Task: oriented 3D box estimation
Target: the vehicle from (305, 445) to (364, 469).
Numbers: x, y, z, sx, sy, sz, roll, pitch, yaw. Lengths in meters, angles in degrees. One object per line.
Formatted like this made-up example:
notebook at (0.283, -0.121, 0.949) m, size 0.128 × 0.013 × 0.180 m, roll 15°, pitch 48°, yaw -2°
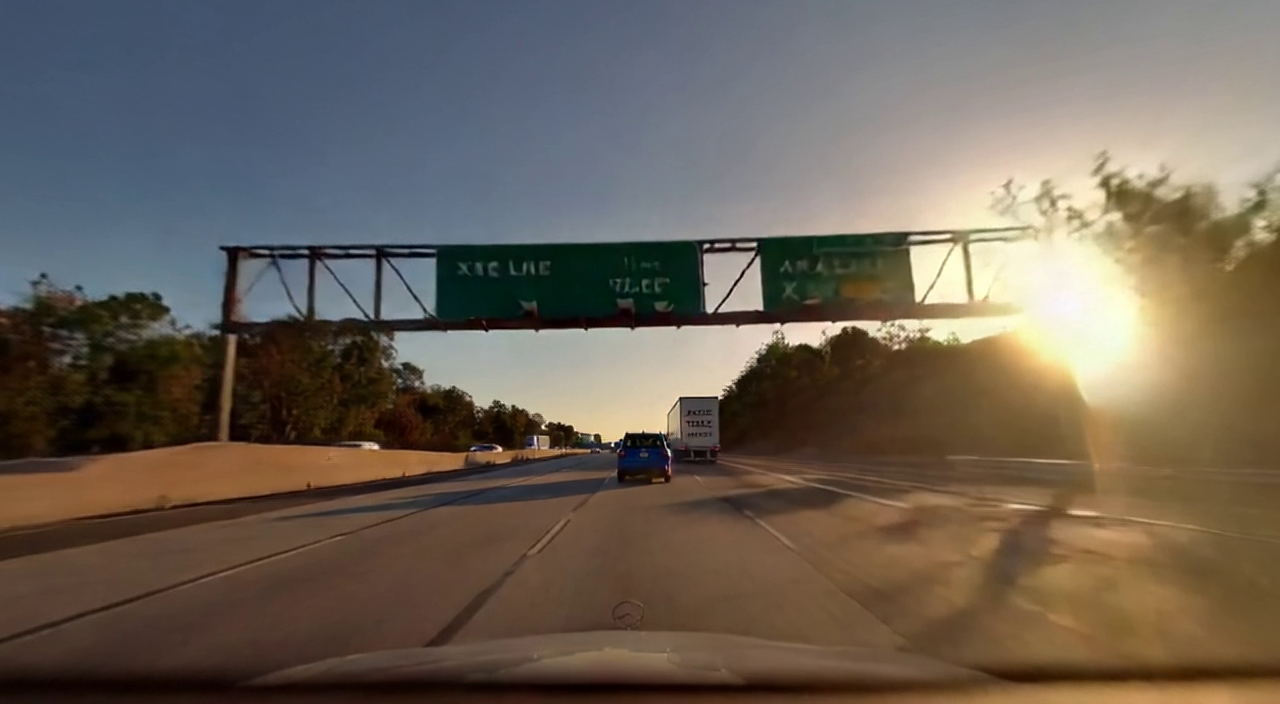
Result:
vehicle at (-22.074, 7.584, 45.579) m, size 1.906 × 1.591 × 4.494 m, roll 0°, pitch -8°, yaw 1°

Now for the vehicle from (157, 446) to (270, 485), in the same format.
vehicle at (-18.642, 4.942, 27.736) m, size 1.902 × 1.557 × 4.326 m, roll 0°, pitch -8°, yaw 1°

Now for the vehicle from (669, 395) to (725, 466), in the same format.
vehicle at (3.695, 5.766, 44.957) m, size 2.909 × 4.135 × 15.820 m, roll 0°, pitch -8°, yaw 1°

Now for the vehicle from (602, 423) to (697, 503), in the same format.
vehicle at (0.233, 2.723, 15.749) m, size 2.054 × 1.706 × 4.201 m, roll 0°, pitch -8°, yaw 1°
